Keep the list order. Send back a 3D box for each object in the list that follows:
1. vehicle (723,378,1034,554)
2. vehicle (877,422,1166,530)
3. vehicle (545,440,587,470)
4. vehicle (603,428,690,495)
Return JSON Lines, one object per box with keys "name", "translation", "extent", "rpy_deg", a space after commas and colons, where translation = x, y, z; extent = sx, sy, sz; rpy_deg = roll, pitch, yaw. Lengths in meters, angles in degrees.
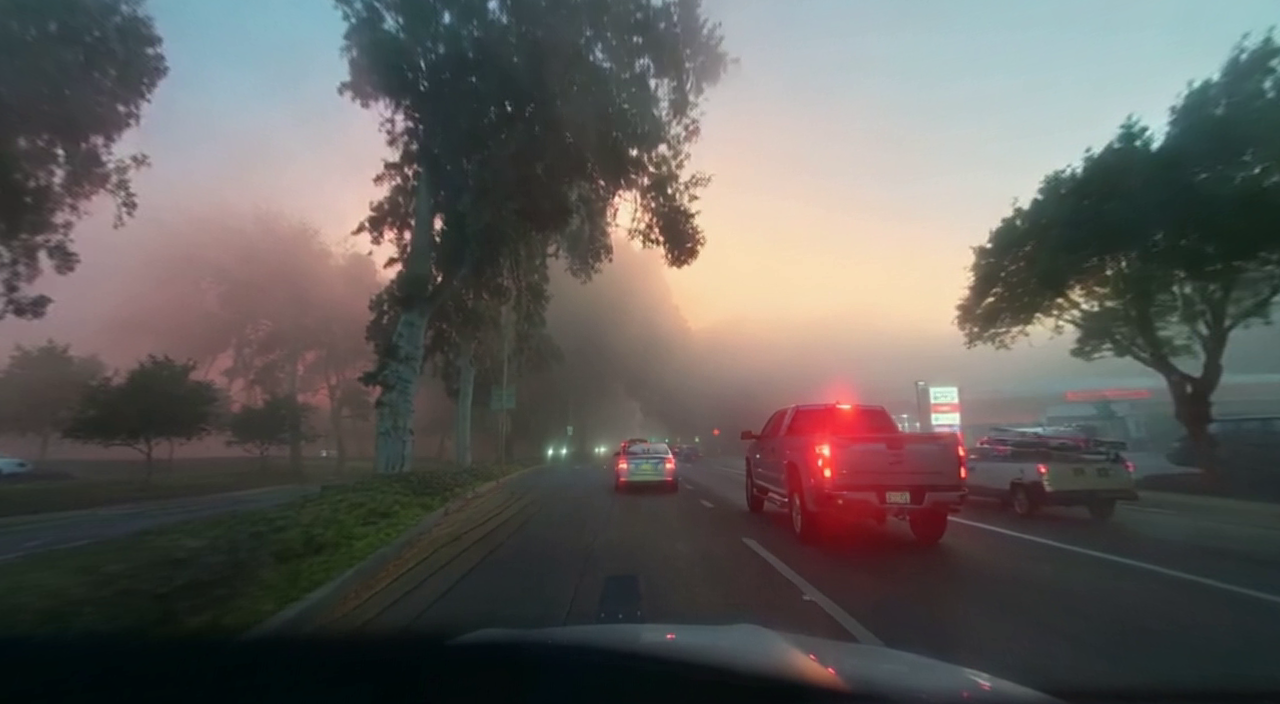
{"name": "vehicle", "translation": [3.272, 1.817, 10.670], "extent": [2.731, 2.101, 6.047], "rpy_deg": [0, -9, -2]}
{"name": "vehicle", "translation": [6.690, 2.234, 12.029], "extent": [2.349, 1.600, 5.066], "rpy_deg": [0, -8, 0]}
{"name": "vehicle", "translation": [-3.799, 5.342, 32.814], "extent": [1.960, 1.475, 4.161], "rpy_deg": [1, -9, -4]}
{"name": "vehicle", "translation": [0.134, 3.017, 17.614], "extent": [2.145, 1.650, 4.021], "rpy_deg": [0, -9, -1]}
